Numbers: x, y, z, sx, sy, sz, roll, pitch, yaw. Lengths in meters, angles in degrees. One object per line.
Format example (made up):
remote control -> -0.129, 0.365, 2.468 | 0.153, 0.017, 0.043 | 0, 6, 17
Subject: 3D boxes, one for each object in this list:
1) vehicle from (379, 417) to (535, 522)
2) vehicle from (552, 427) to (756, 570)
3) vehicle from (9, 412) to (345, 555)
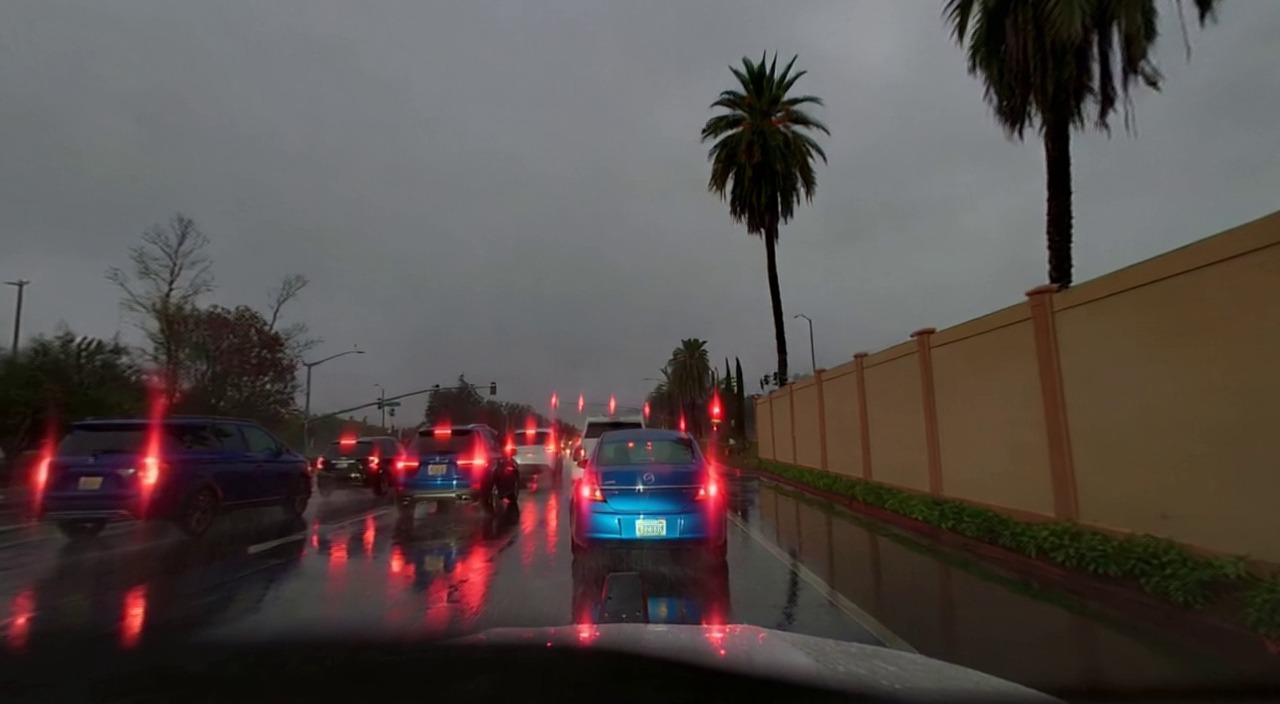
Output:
vehicle -> -3.452, 2.300, 12.823 | 2.007, 1.746, 4.136 | 0, -8, -2
vehicle -> 0.070, 1.848, 8.794 | 2.128, 1.473, 4.272 | 0, -8, -2
vehicle -> -6.689, 1.924, 9.959 | 1.963, 1.721, 4.467 | 0, -8, -2
